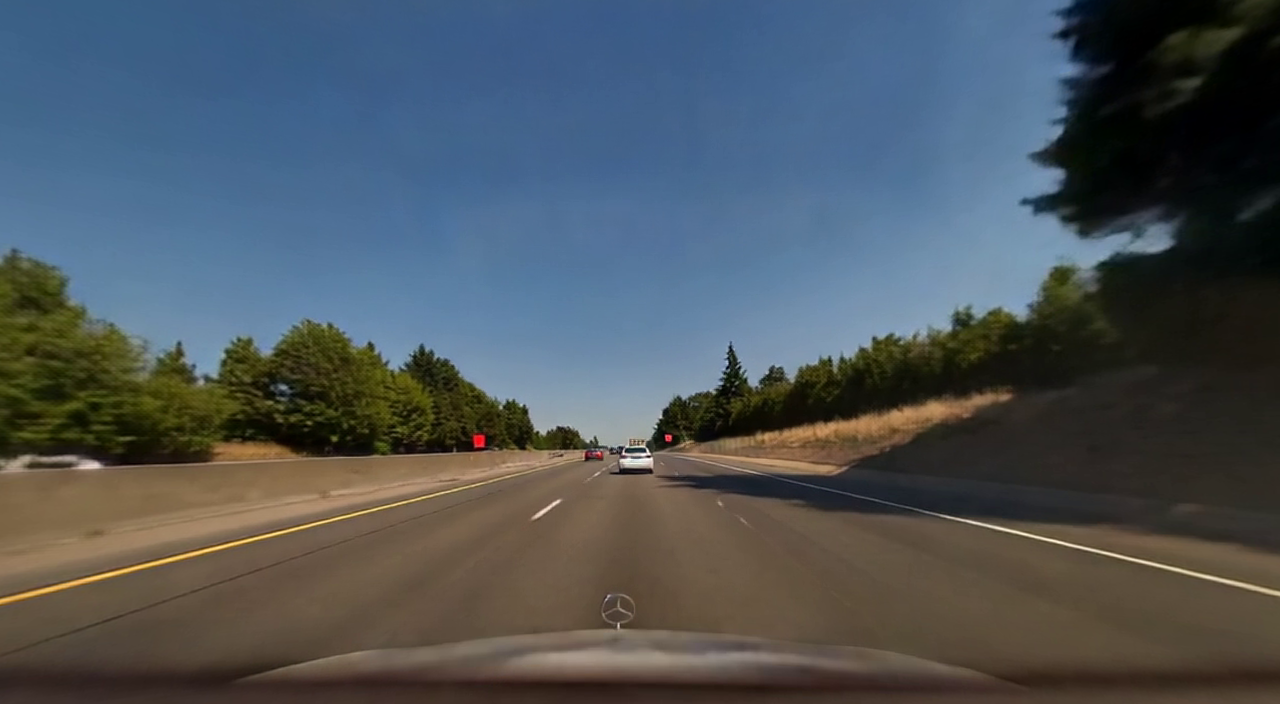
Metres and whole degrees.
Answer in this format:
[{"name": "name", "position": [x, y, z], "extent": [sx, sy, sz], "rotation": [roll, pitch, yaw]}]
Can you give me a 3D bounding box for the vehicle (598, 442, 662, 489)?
[{"name": "vehicle", "position": [-0.352, 4.010, 22.467], "extent": [2.066, 1.490, 3.759], "rotation": [-1, -9, -1]}]
